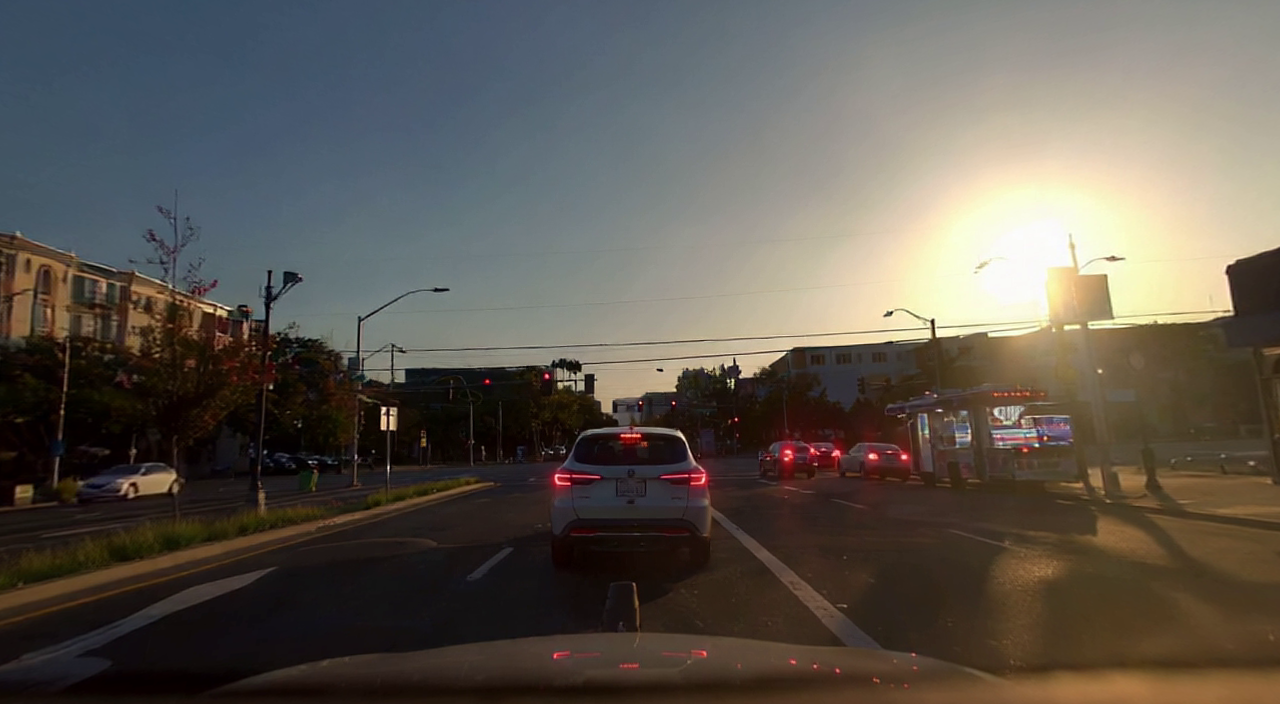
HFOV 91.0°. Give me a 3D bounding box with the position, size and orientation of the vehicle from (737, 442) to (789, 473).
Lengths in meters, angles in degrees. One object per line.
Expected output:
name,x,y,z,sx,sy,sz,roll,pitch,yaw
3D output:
vehicle,6.270,5.455,32.642,1.961,1.477,4.454,0,-9,2

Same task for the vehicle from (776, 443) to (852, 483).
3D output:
vehicle,6.858,4.380,25.249,1.833,1.452,4.237,0,-9,0

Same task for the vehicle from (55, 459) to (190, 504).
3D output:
vehicle,-19.659,4.894,24.207,1.969,1.458,4.300,1,-9,-9

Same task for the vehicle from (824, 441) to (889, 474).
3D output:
vehicle,11.383,5.555,33.369,2.081,1.651,4.432,-1,-9,3

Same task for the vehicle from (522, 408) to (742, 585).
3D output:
vehicle,-0.059,1.694,8.125,2.115,1.700,3.901,0,-8,1
